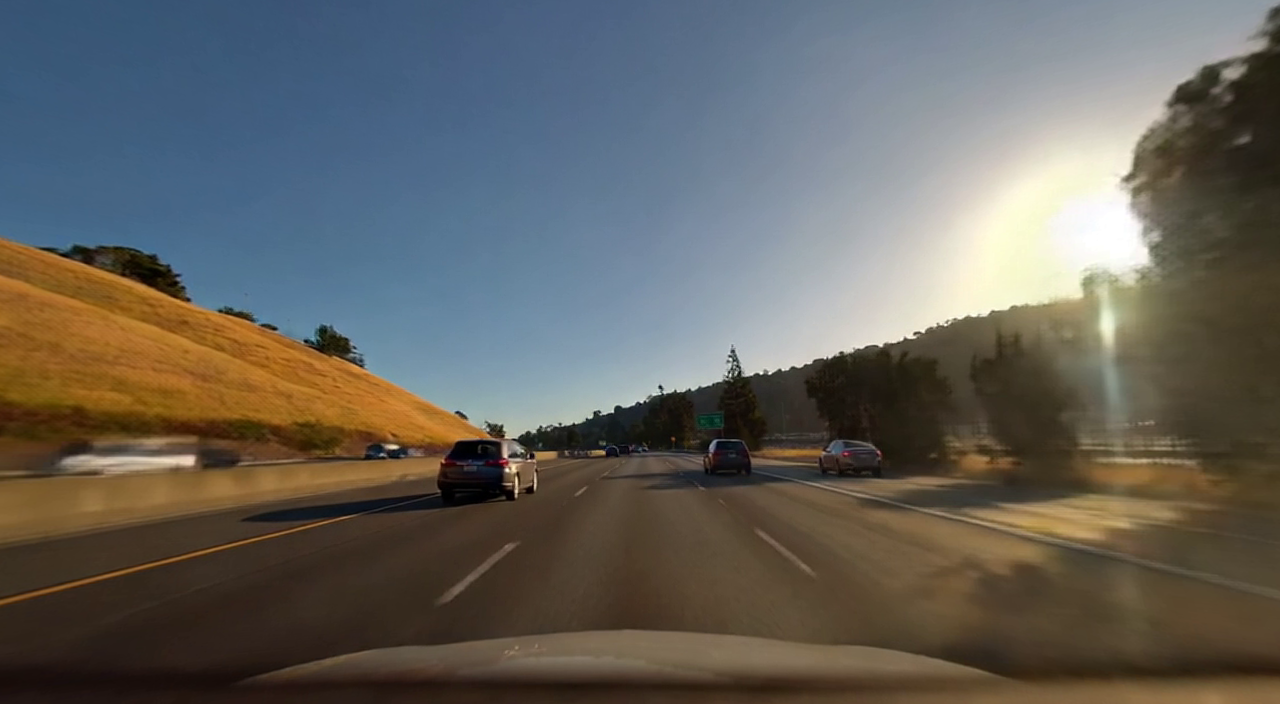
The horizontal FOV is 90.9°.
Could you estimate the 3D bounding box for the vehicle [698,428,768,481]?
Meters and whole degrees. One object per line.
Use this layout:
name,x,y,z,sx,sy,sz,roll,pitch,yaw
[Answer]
vehicle,3.669,4.159,25.877,2.121,1.925,5.056,0,-8,0

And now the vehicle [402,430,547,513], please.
vehicle,-3.700,2.761,15.078,2.166,1.672,4.388,-1,-8,1

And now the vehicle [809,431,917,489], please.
vehicle,7.309,3.577,21.186,1.998,1.717,4.338,0,-8,0
